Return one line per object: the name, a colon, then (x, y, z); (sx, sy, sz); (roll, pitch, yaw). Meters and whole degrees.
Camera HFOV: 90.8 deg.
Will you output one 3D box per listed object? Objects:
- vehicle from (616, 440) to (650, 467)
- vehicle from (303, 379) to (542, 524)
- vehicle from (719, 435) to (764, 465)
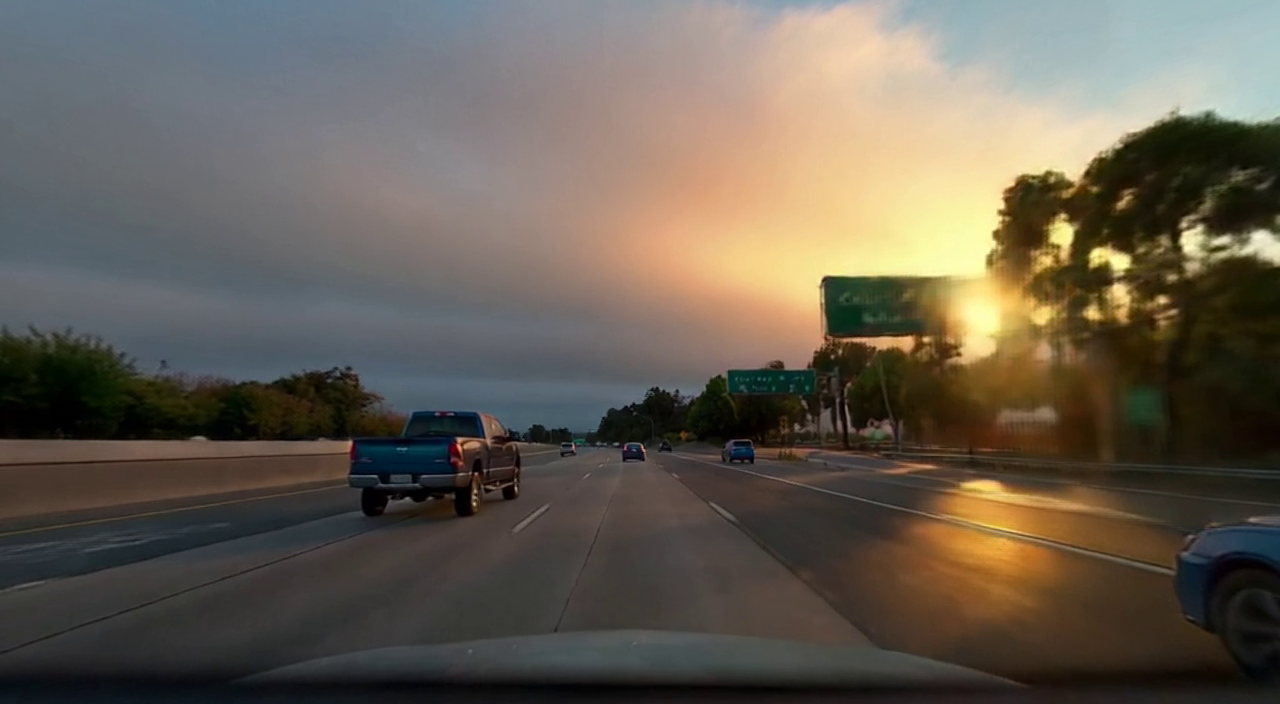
vehicle: (-0.490, 6.598, 41.301); (2.157, 1.642, 4.189); (0, -9, -2)
vehicle: (-3.740, 1.946, 12.588); (2.592, 2.179, 6.034); (0, -9, 0)
vehicle: (6.773, 6.635, 42.742); (2.103, 1.898, 5.310); (0, -9, -1)
